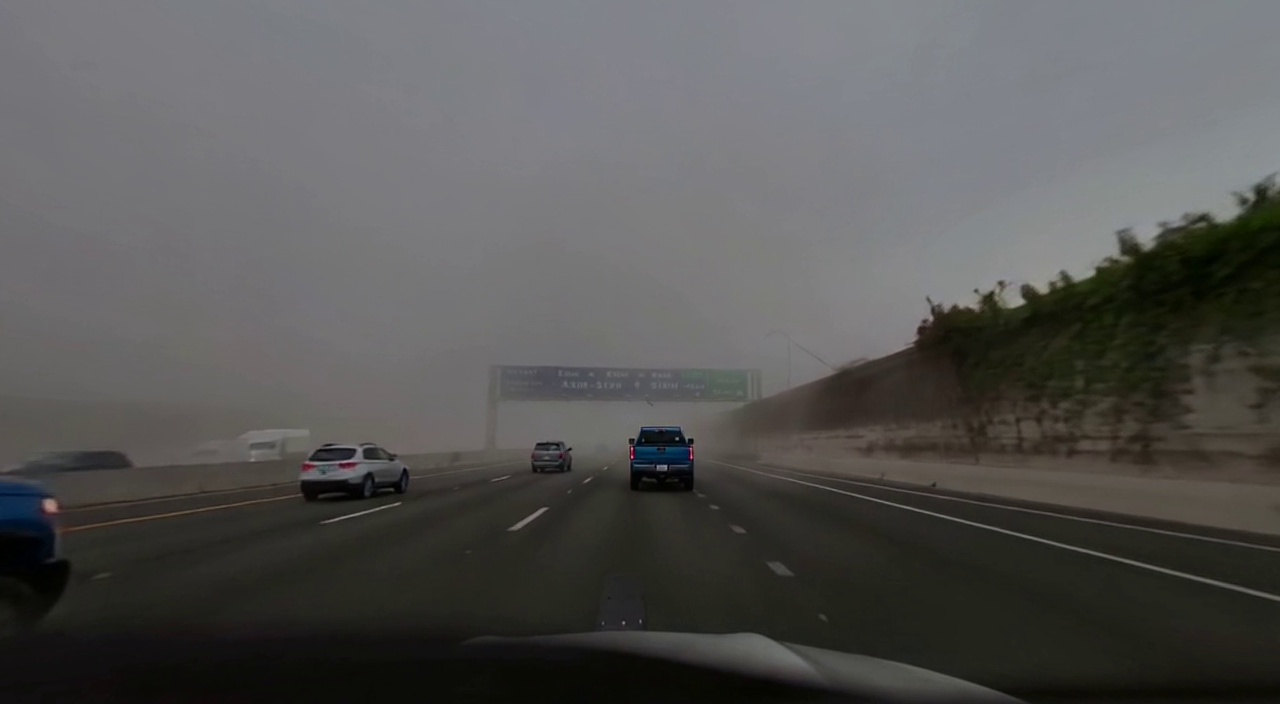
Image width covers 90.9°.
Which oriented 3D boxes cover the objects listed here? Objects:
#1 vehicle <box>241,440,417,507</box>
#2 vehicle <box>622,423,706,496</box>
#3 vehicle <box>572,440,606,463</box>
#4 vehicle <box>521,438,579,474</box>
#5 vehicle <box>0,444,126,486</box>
[{"bbox_3d":[-7.748,3.052,16.385,2.081,1.463,4.749,0,-8,1],"label":"vehicle"},{"bbox_3d":[0.577,3.021,18.118,2.083,1.792,4.782,0,-8,0],"label":"vehicle"},{"bbox_3d":[-3.719,7.329,46.401,2.061,1.584,4.290,0,-8,1],"label":"vehicle"},{"bbox_3d":[-4.228,4.966,30.322,1.961,1.591,4.756,0,-8,1],"label":"vehicle"},{"bbox_3d":[-21.256,4.122,23.328,1.536,1.400,3.422,-1,-8,0],"label":"vehicle"}]
